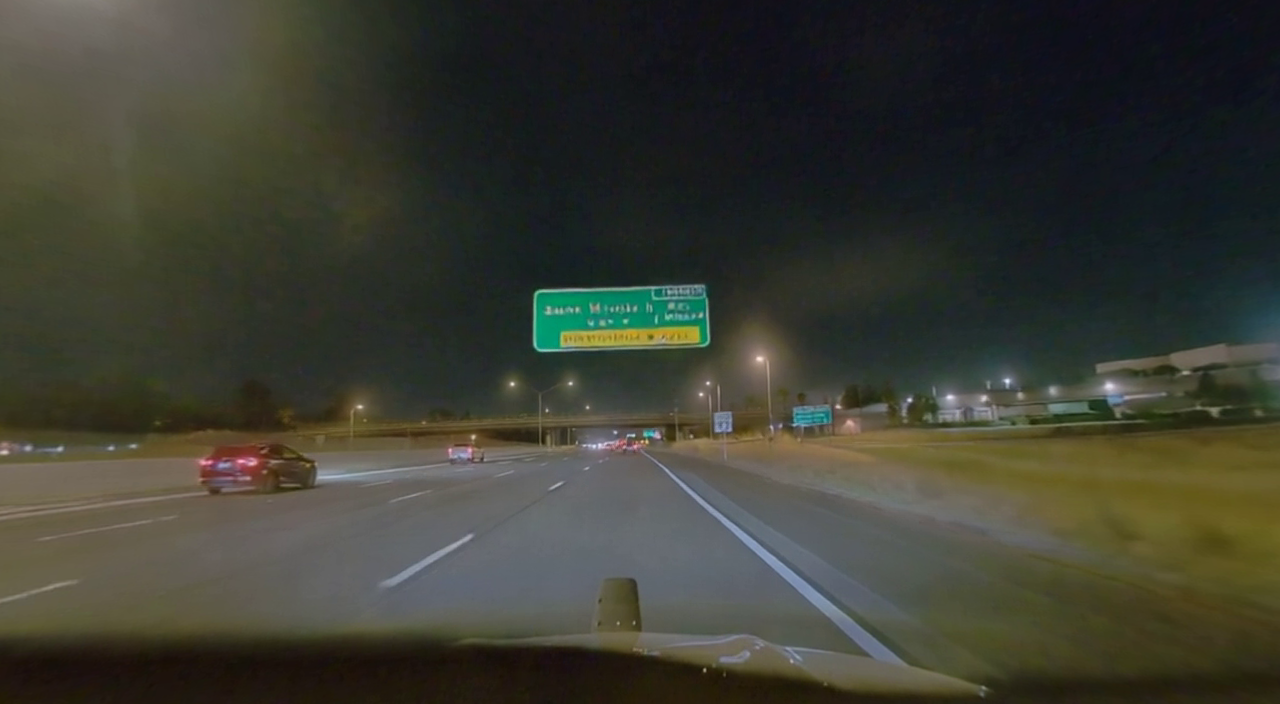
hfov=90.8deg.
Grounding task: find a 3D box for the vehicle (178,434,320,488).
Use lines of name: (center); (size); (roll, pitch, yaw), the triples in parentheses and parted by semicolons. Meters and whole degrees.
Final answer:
vehicle: (-14.477, 4.025, 23.866); (2.049, 1.792, 5.177); (0, -8, 0)
